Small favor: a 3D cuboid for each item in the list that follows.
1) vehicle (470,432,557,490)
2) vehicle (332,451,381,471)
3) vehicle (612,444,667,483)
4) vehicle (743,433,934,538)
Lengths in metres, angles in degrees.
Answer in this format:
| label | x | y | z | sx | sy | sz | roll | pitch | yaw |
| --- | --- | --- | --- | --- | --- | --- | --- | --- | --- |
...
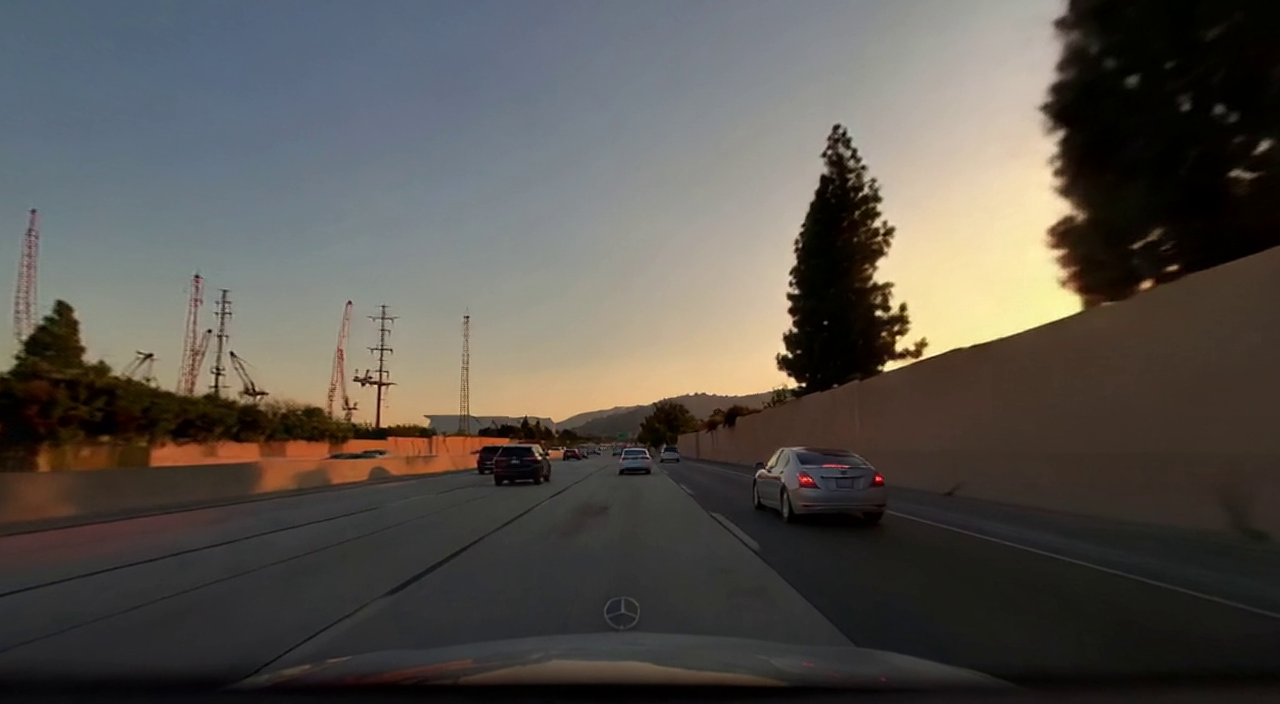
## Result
| label | x | y | z | sx | sy | sz | roll | pitch | yaw |
| --- | --- | --- | --- | --- | --- | --- | --- | --- | --- |
| vehicle | -4.259 | 3.740 | 22.026 | 2.121 | 1.775 | 4.335 | 0 | -8 | 0 |
| vehicle | -22.202 | 8.539 | 49.619 | 1.731 | 1.441 | 4.380 | -1 | -8 | 1 |
| vehicle | -0.052 | 4.476 | 25.708 | 2.045 | 1.452 | 4.040 | 0 | -8 | -1 |
| vehicle | 3.285 | 2.281 | 11.550 | 1.917 | 1.507 | 4.540 | 0 | -8 | -1 |
